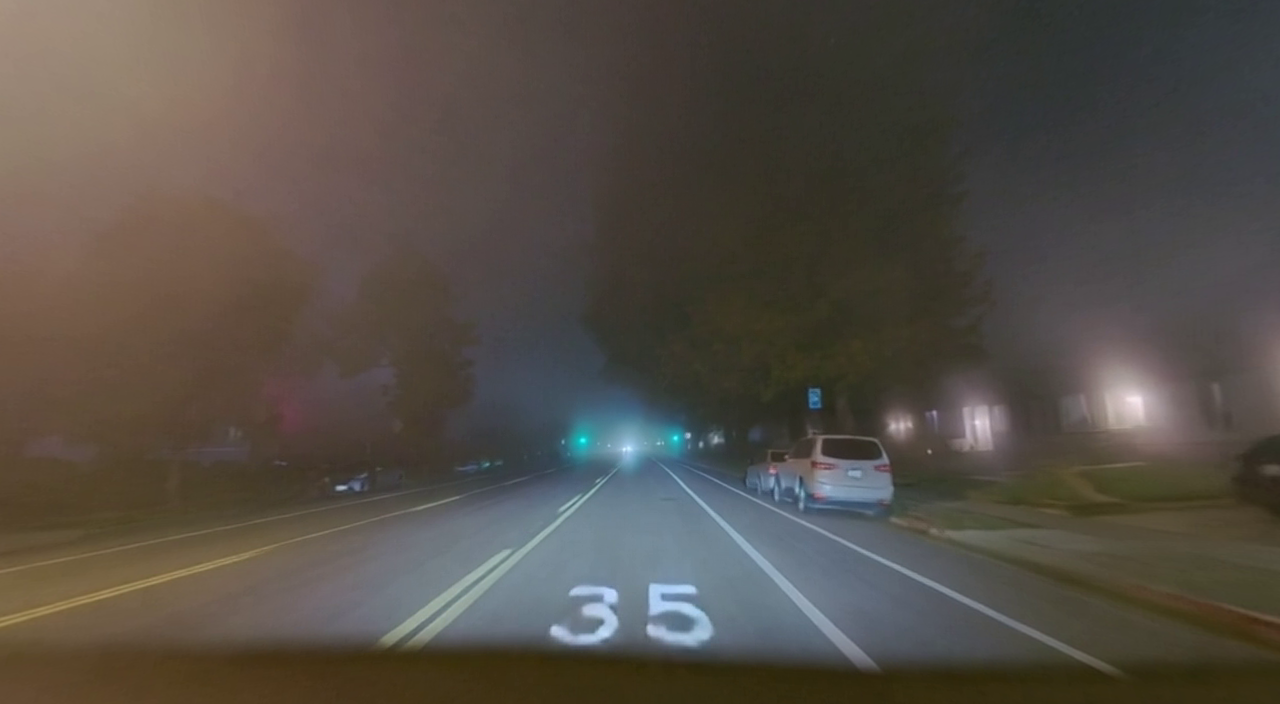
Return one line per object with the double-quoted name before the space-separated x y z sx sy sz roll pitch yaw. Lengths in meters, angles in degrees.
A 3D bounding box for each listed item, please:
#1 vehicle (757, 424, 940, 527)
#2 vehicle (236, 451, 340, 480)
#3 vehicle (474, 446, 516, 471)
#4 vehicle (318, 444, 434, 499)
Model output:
"vehicle" 4.166 2.564 13.716 2.254 1.812 4.817 0 -8 -1
"vehicle" -19.242 6.215 34.686 4.530 1.477 1.843 0 -8 -1
"vehicle" -10.811 7.980 47.254 2.082 1.661 4.403 -3 -10 0
"vehicle" -10.678 4.814 26.150 2.338 1.871 5.795 -4 -8 0
